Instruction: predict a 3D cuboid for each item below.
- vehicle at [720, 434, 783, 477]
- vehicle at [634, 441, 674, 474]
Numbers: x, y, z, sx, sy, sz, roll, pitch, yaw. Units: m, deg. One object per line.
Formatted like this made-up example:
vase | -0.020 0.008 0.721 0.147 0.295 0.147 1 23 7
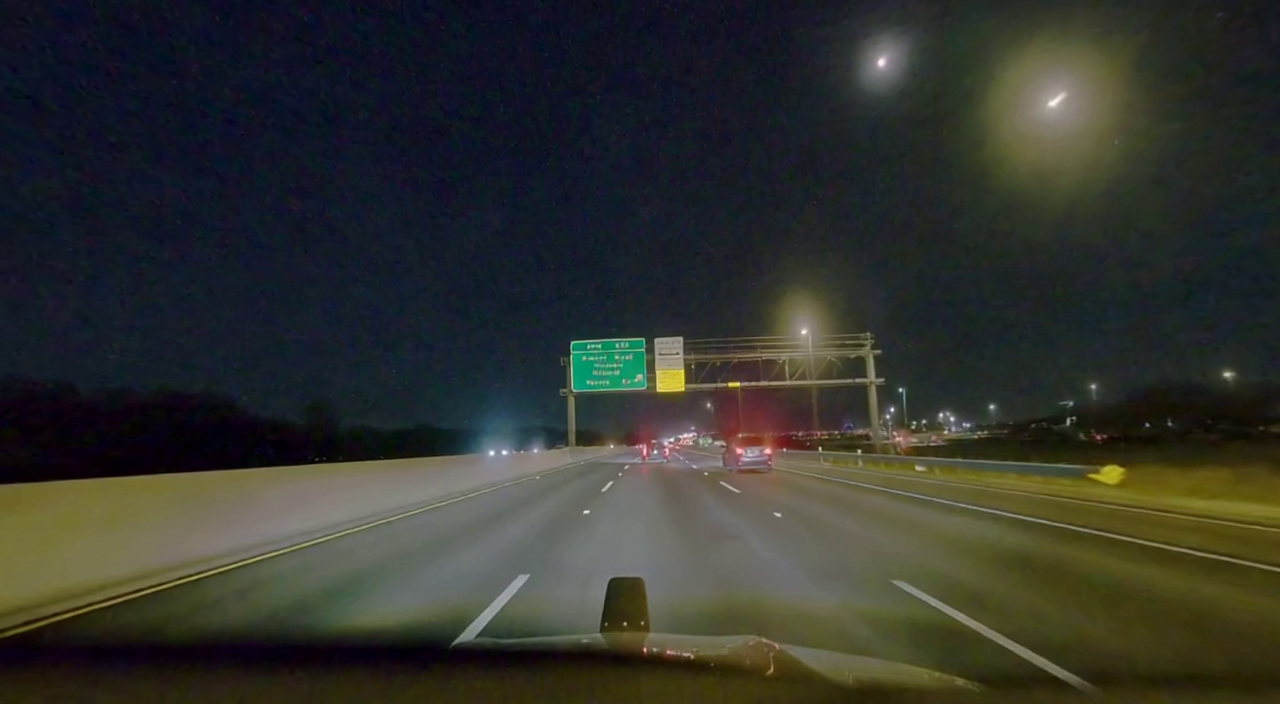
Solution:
vehicle | 4.309 4.057 24.941 1.770 1.566 4.282 0 -8 0
vehicle | 0.615 4.725 28.424 1.683 1.400 3.868 0 -8 1
